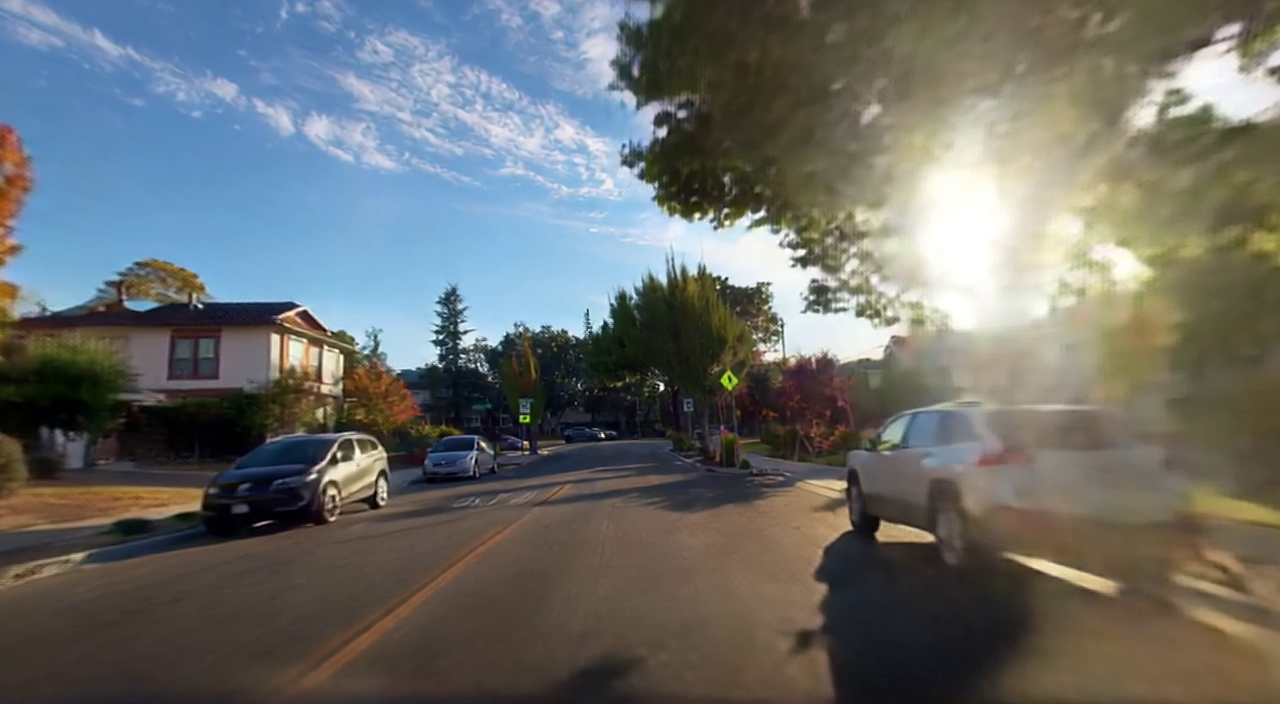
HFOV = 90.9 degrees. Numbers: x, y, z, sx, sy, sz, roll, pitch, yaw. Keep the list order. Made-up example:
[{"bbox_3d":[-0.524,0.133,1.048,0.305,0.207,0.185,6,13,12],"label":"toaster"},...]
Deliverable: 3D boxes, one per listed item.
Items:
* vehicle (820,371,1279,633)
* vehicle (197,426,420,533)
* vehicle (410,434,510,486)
[{"bbox_3d":[3.442,1.259,6.362,1.997,1.663,4.544,-1,-8,2],"label":"vehicle"},{"bbox_3d":[-5.478,2.109,11.054,1.842,1.540,3.704,0,-8,0],"label":"vehicle"},{"bbox_3d":[-5.511,3.352,19.885,1.919,1.464,4.155,0,-8,0],"label":"vehicle"}]
